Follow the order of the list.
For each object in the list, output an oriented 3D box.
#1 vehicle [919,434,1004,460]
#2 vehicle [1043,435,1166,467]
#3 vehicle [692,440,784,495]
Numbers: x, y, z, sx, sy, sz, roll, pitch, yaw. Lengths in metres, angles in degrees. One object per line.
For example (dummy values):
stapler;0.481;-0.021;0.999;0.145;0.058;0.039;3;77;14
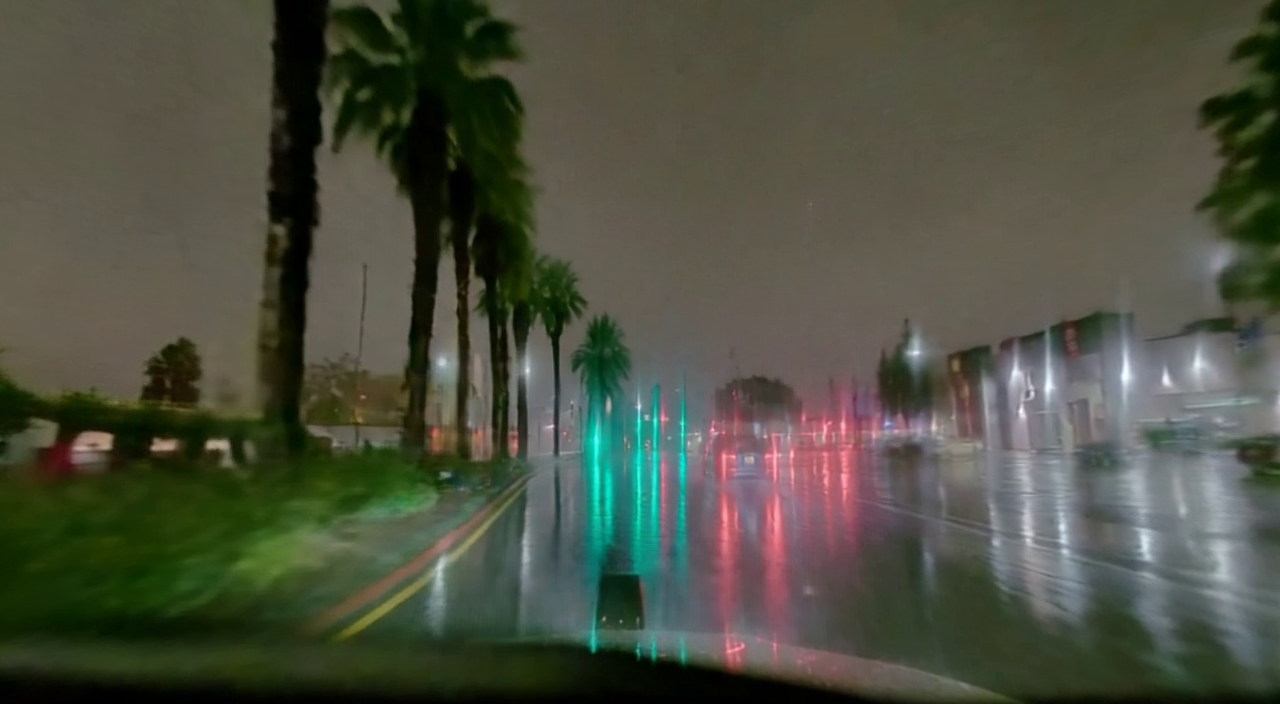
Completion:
vehicle;22.282;6.597;43.941;4.781;1.600;1.986;-3;-8;1
vehicle;22.176;4.740;30.270;4.472;1.451;1.842;0;-8;-1
vehicle;2.798;3.395;19.023;1.964;1.448;4.295;0;-8;-2
